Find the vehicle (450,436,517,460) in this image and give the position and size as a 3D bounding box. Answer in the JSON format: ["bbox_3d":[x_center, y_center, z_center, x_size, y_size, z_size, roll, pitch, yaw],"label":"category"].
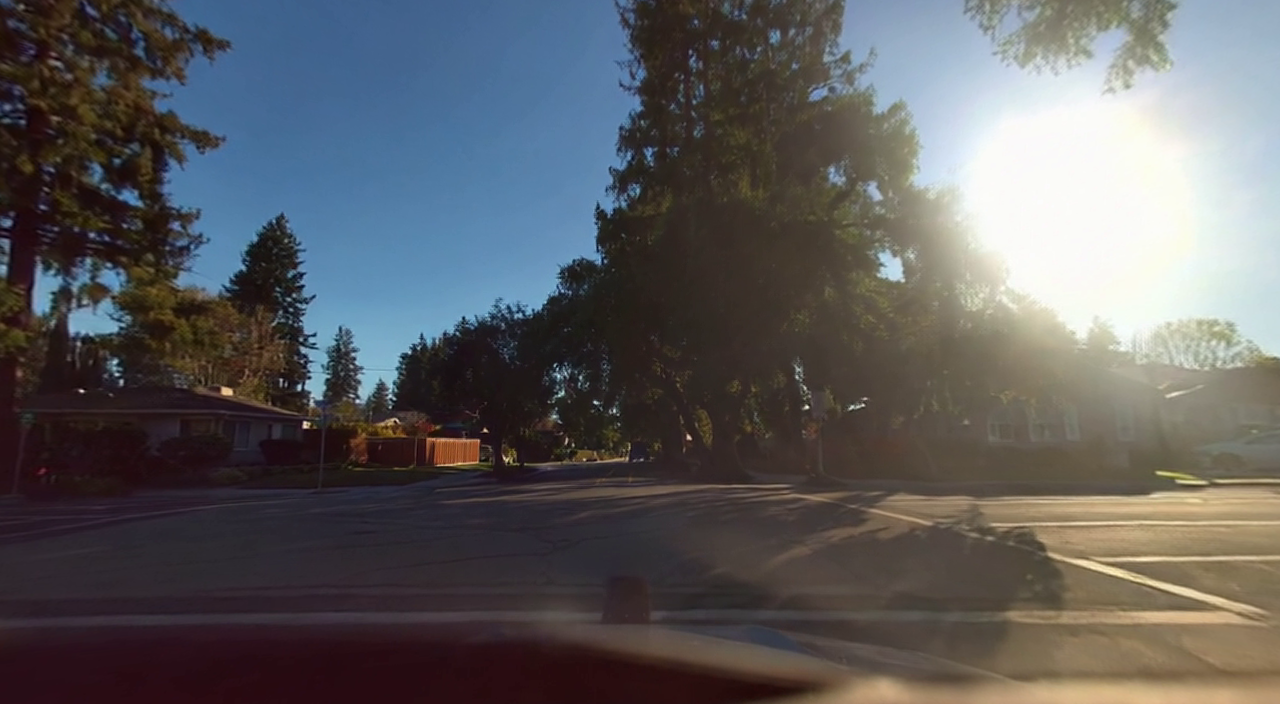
[{"bbox_3d":[-12.075,7.463,48.856,4.622,1.782,1.836,0,-8,0],"label":"vehicle"}]
